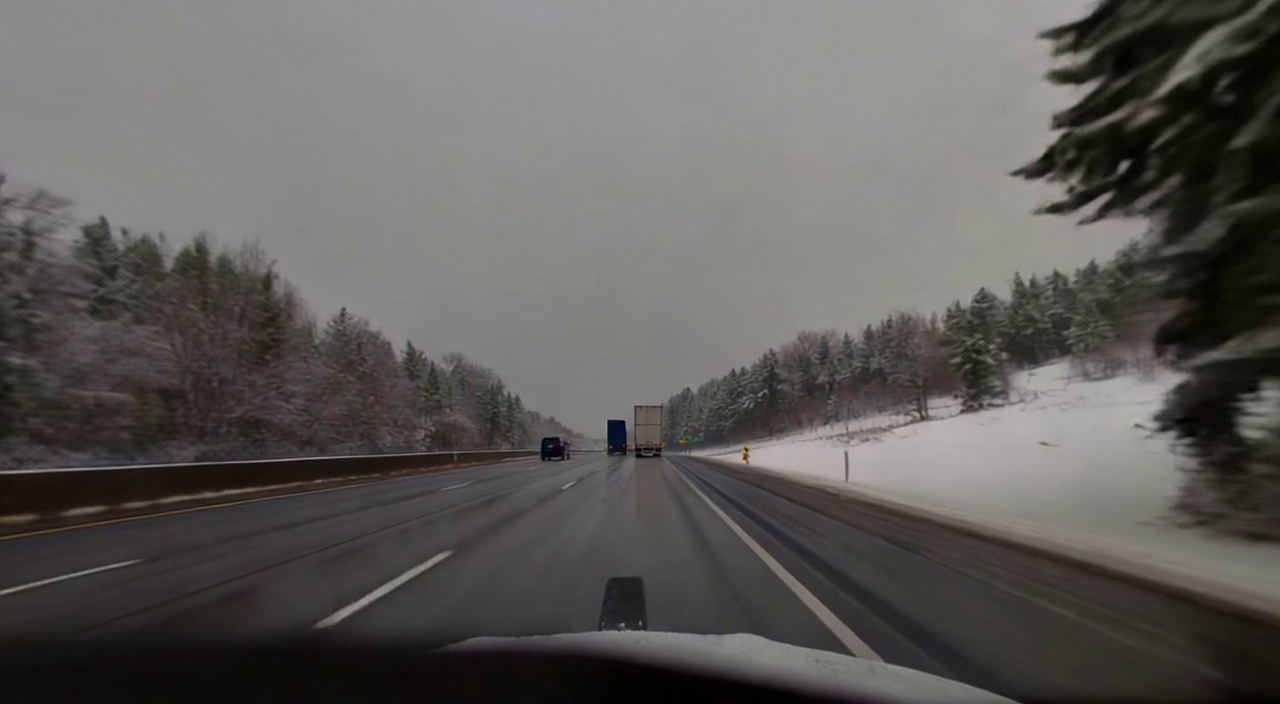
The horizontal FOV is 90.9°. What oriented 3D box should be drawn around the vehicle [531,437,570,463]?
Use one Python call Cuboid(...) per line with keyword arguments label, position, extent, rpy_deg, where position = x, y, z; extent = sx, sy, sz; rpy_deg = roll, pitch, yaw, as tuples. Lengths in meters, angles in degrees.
Cuboid(label="vehicle", position=(-6.779, 7.512, 48.312), extent=(2.149, 1.884, 4.627), rpy_deg=(0, -8, 2))
